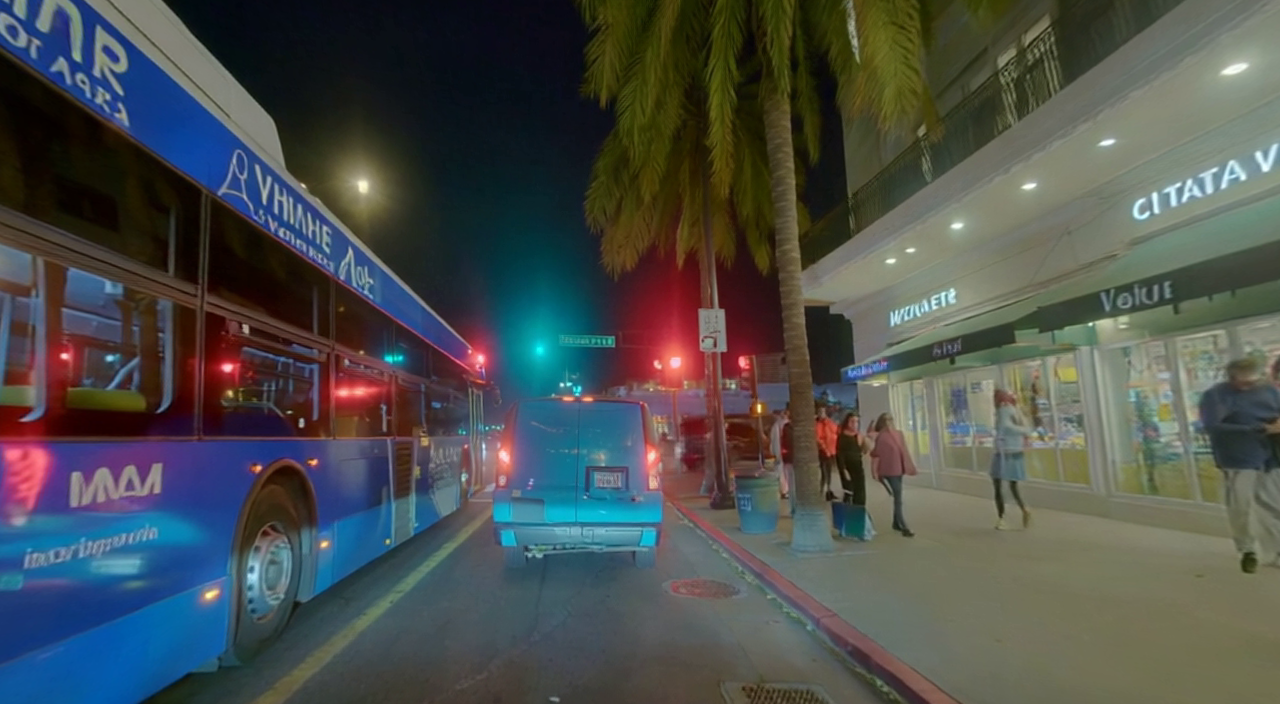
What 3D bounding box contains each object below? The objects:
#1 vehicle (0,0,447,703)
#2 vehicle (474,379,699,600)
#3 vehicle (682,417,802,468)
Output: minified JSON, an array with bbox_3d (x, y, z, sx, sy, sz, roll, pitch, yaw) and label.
[{"bbox_3d":[-3.761,0.129,3.037,2.863,3.233,11.573,0,-8,-4],"label":"vehicle"},{"bbox_3d":[-0.791,1.521,7.802,2.002,1.907,4.211,1,-9,-9],"label":"vehicle"},{"bbox_3d":[4.643,4.182,29.237,4.996,2.251,2.283,1,-8,-6],"label":"vehicle"}]
